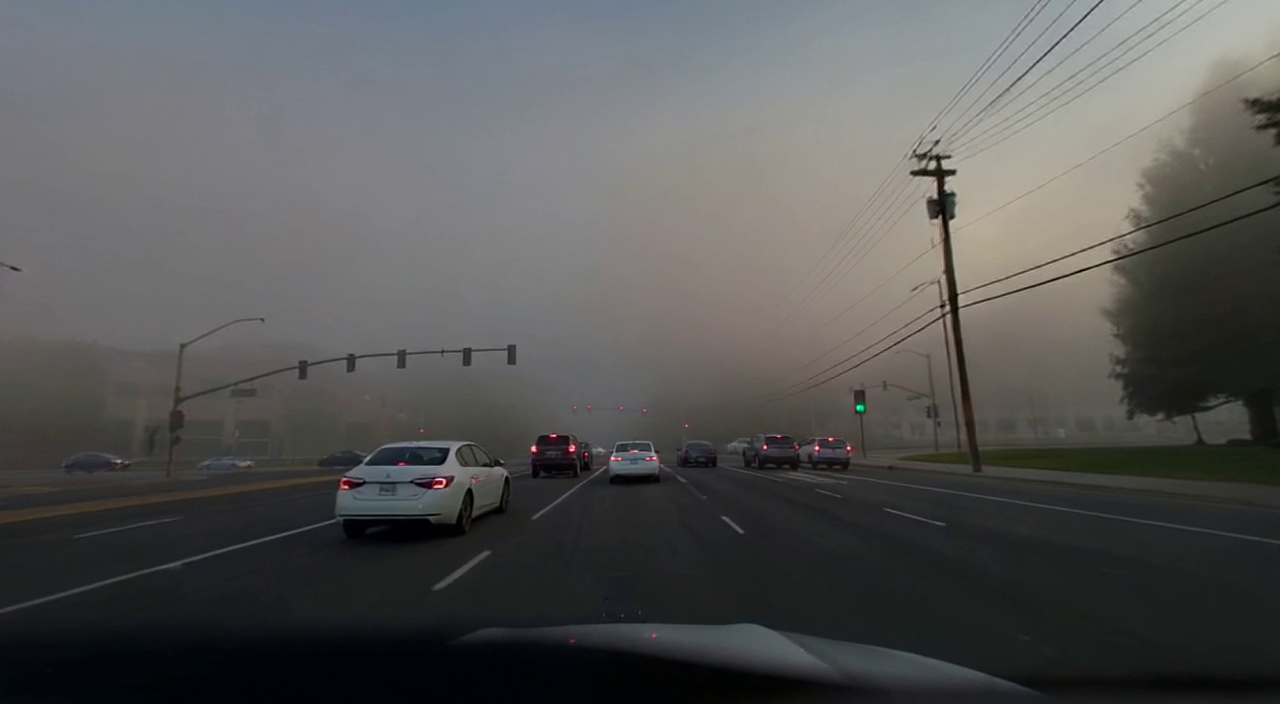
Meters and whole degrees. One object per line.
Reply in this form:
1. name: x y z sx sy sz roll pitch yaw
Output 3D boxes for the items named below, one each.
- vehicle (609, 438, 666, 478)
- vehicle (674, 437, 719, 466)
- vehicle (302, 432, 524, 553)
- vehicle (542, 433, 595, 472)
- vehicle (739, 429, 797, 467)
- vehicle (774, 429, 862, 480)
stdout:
1. vehicle: -0.102 4.177 25.135 2.098 1.431 3.958 0 -8 0
2. vehicle: 3.137 5.661 36.090 1.987 1.515 4.521 0 -8 -2
3. vehicle: -3.201 2.056 9.998 1.837 1.463 4.311 0 -8 1
4. vehicle: -3.388 4.837 30.627 2.033 1.714 4.278 0 -8 1
5. vehicle: 7.270 5.538 36.548 2.156 1.982 5.358 0 -8 -1
6. vehicle: 6.481 3.805 23.579 1.945 1.706 4.190 0 -8 -2
